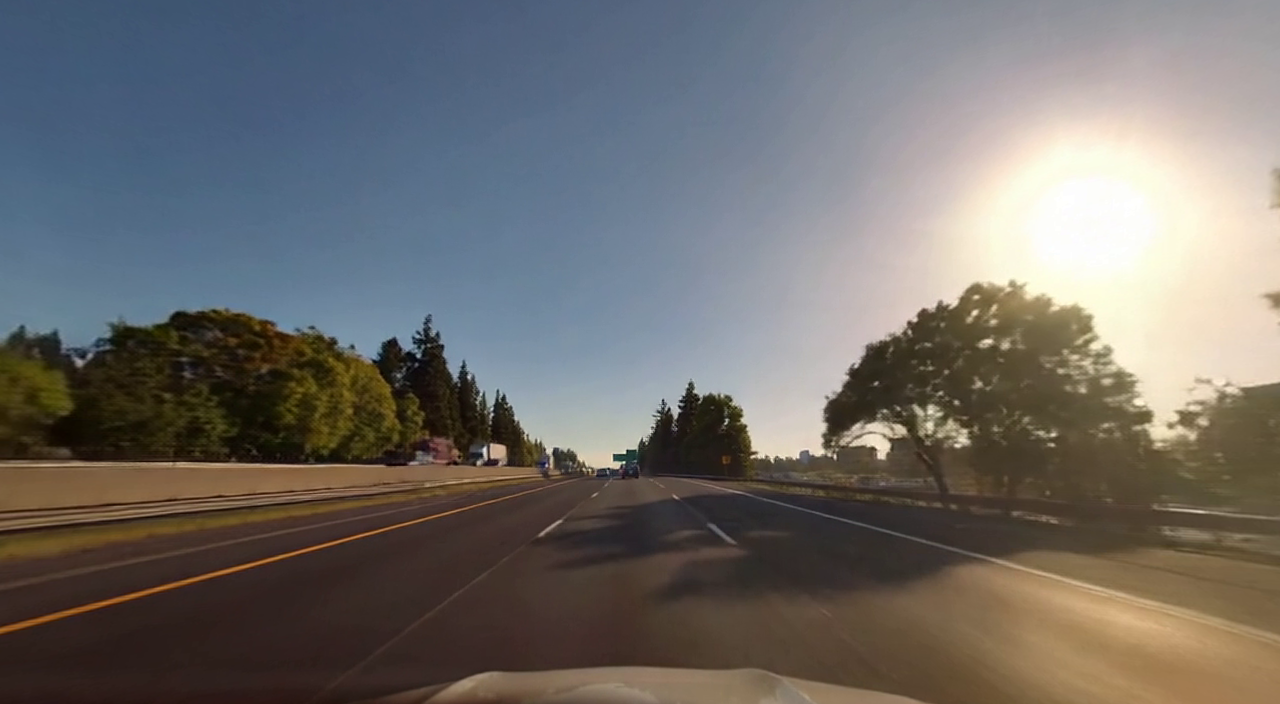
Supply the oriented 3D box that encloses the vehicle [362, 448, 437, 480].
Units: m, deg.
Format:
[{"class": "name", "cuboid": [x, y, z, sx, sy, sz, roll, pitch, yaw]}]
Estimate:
[{"class": "vehicle", "cuboid": [-12.301, 5.812, 32.561, 1.997, 1.514, 4.668, 1, -10, 0]}]
